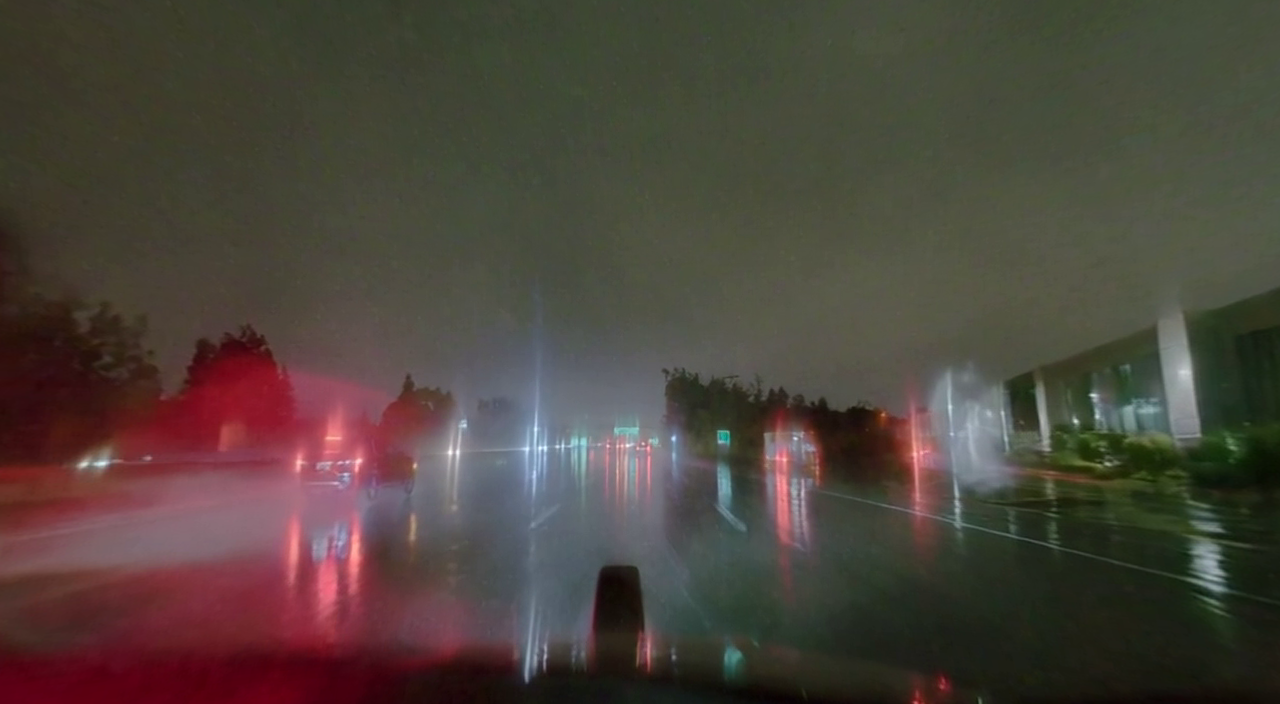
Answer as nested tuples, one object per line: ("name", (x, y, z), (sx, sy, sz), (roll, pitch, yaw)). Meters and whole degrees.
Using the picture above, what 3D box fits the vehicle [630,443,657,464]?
("vehicle", (0.230, 7.984, 49.742), (2.021, 1.528, 4.154), (0, -8, -1))

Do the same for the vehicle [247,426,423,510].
("vehicle", (-7.439, 2.869, 16.115), (2.032, 1.808, 4.776), (0, -8, 1))

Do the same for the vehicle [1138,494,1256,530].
("vehicle", (33.030, 9.476, 37.593), (1.821, 1.548, 4.860), (5, -10, -33))

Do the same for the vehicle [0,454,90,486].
("vehicle", (-32.505, 6.274, 33.860), (1.814, 1.477, 4.544), (0, -8, 1))
